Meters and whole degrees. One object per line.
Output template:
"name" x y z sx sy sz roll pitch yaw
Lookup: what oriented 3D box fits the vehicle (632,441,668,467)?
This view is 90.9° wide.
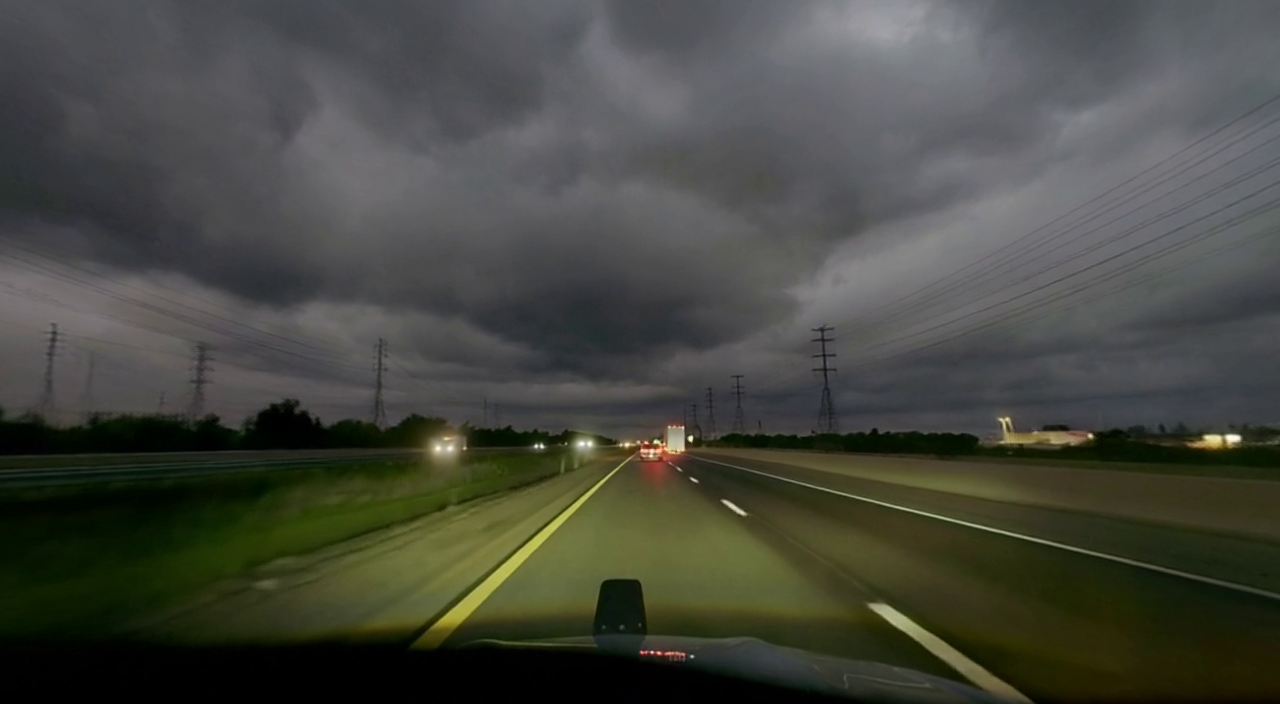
"vehicle" 0.645 6.584 40.961 2.192 1.556 4.132 -1 -8 1
